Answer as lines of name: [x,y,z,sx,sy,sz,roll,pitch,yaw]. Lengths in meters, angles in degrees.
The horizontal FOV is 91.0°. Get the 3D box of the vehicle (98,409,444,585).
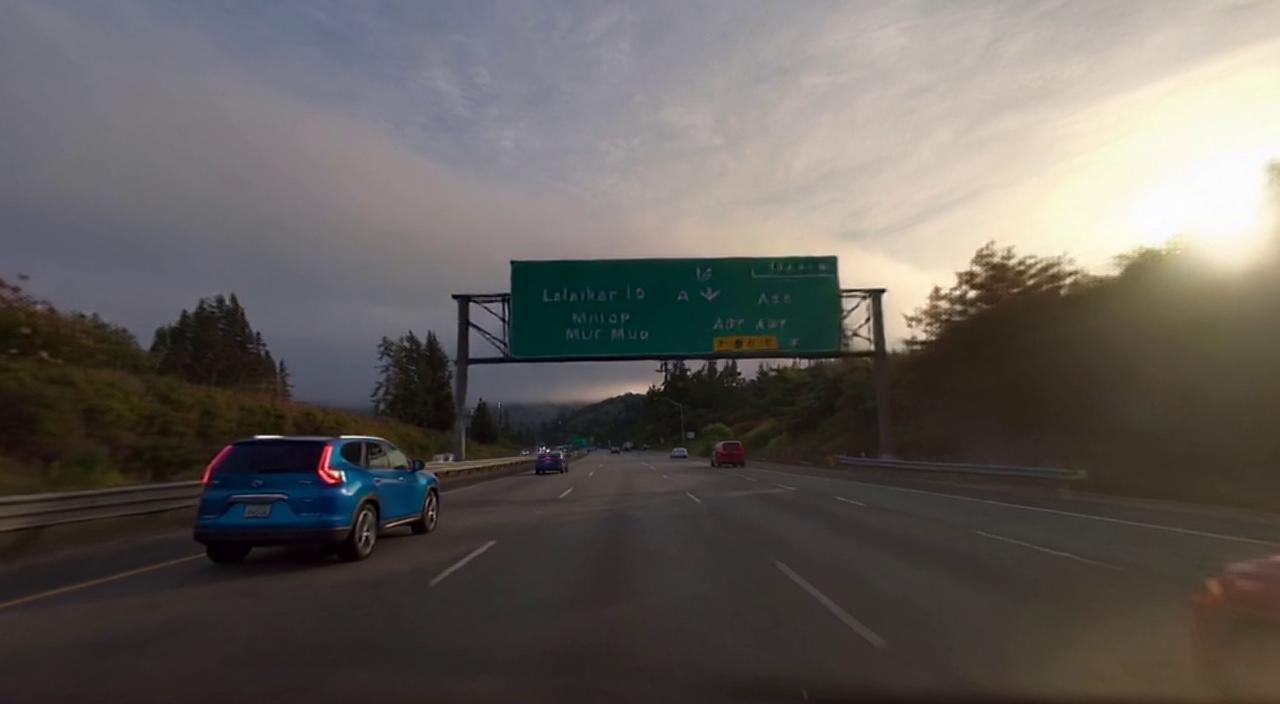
vehicle: [-4.389,1.792,8.540,2.079,1.745,4.281,0,-9,0]

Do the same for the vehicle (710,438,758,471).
vehicle: [6.451,7.126,43.860,2.378,2.096,5.119,1,-9,-2]

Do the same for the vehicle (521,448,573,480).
vehicle: [-4.539,5.523,31.352,2.009,1.488,4.289,0,-9,-1]
